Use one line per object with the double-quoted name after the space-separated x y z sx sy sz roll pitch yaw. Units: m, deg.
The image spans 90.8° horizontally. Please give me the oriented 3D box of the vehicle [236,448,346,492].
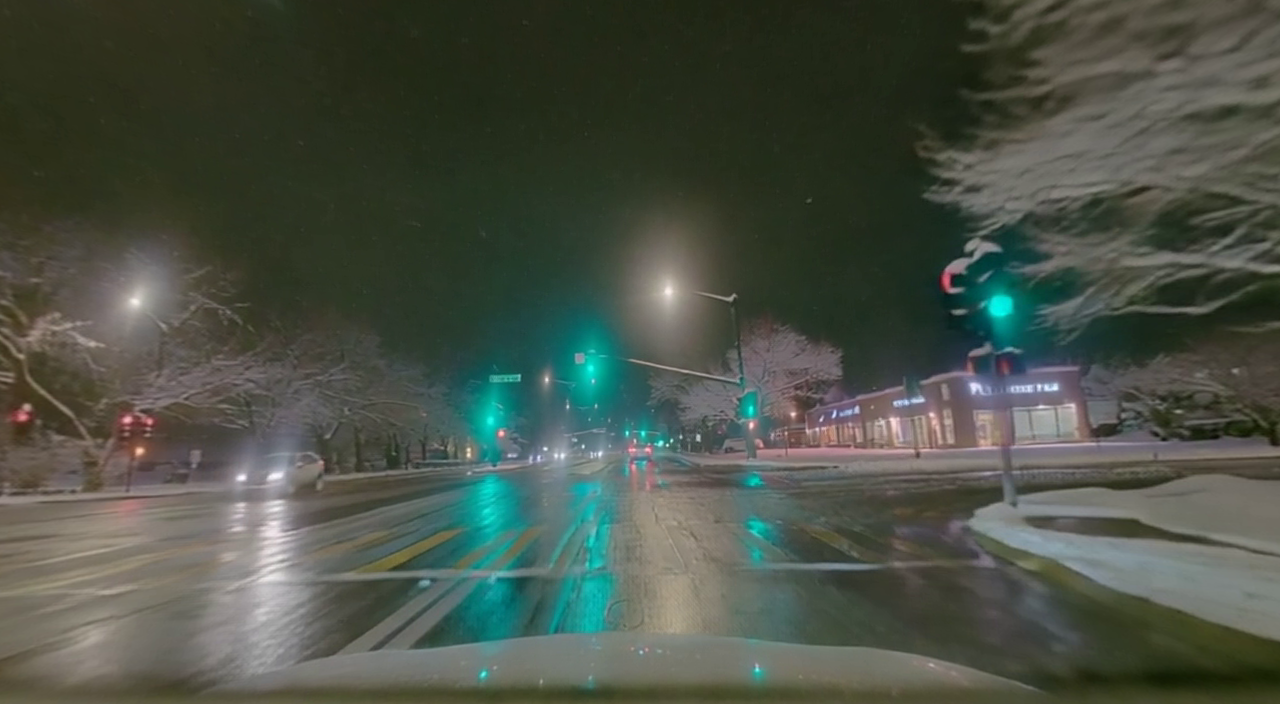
-15.615 5.268 28.654 2.071 1.800 4.954 0 -8 2 "vehicle"
